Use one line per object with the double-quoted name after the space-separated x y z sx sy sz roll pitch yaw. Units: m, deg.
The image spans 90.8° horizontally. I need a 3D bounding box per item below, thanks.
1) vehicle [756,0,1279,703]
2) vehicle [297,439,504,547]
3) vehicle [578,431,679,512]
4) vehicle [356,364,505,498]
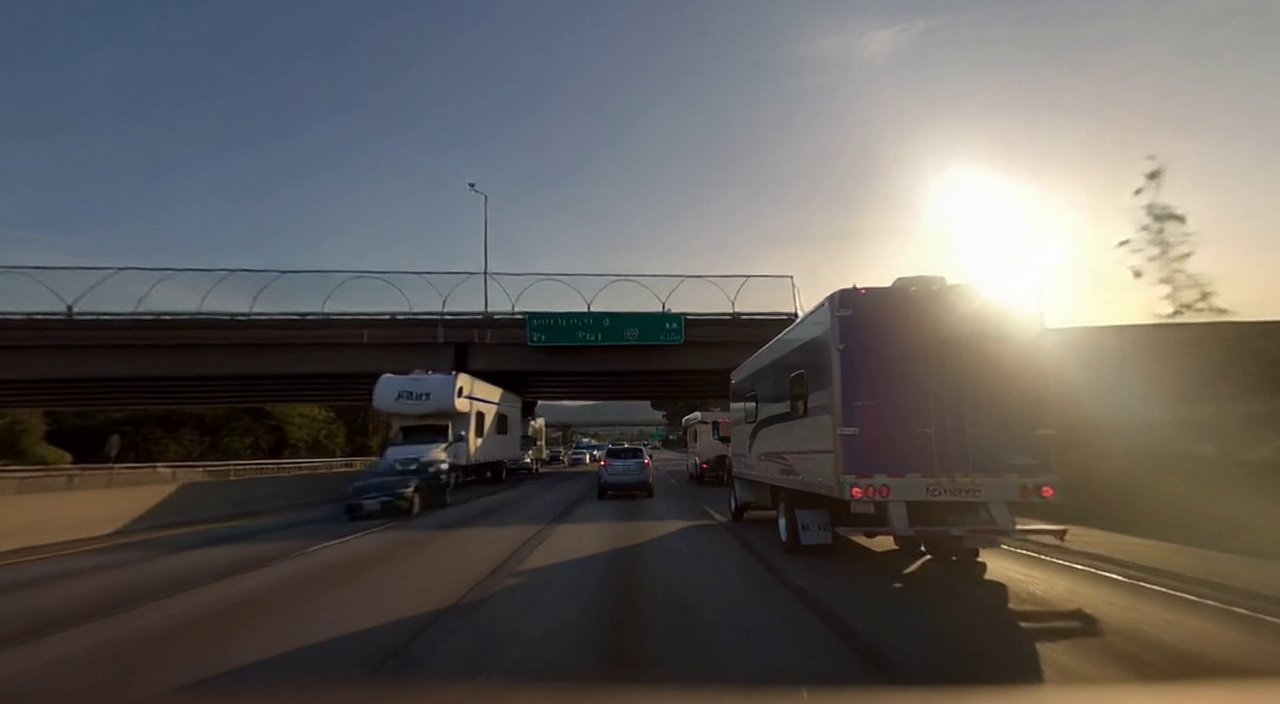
2.795 0.063 3.895 2.934 3.963 5.832 0 -9 -1 "vehicle"
-3.816 2.301 10.932 1.980 1.499 3.944 0 -9 1 "vehicle"
-0.279 2.922 15.840 2.201 1.719 4.058 0 -9 -1 "vehicle"
-6.910 2.796 21.925 3.008 3.987 5.871 0 -9 1 "vehicle"
